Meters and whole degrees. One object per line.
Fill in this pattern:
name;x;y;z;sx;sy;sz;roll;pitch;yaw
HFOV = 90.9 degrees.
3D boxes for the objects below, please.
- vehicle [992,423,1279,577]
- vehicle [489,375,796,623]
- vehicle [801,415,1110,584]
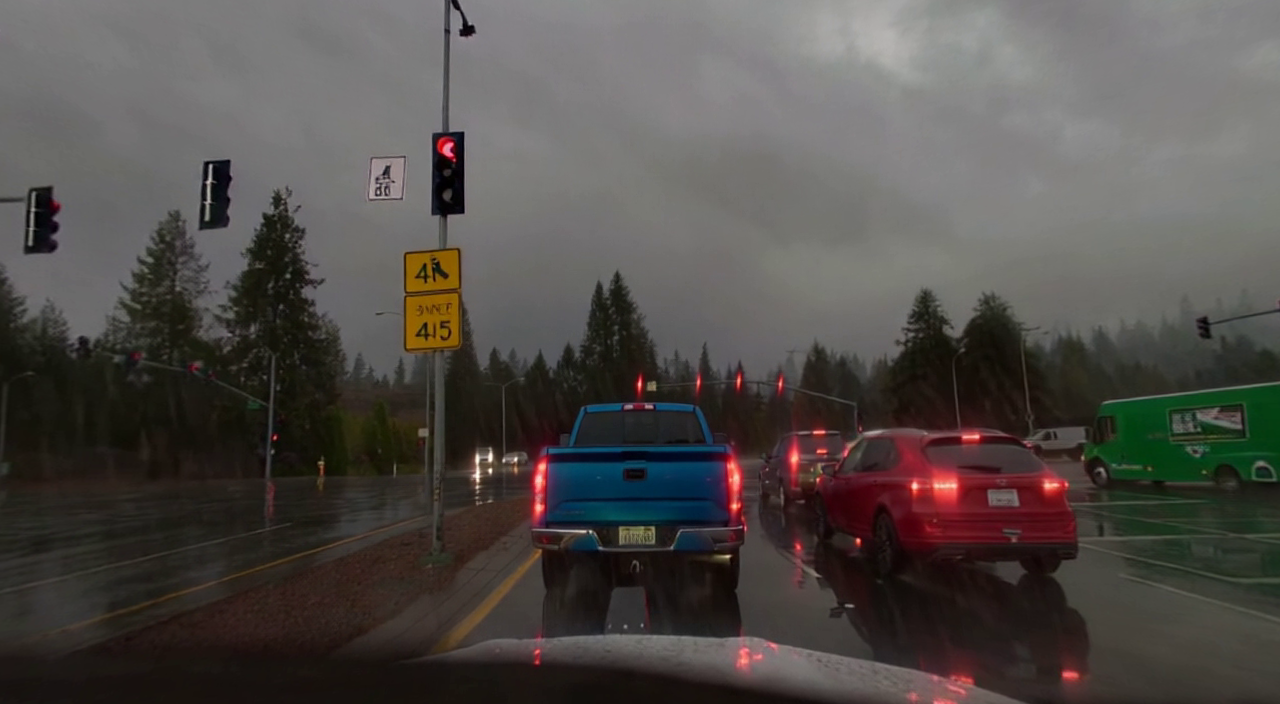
vehicle;6.839;1.745;8.265;1.973;1.470;4.228;0;-8;0
vehicle;0.051;1.475;7.354;2.326;1.880;4.964;0;-8;1
vehicle;3.581;1.726;8.185;1.981;1.616;4.006;0;-8;1
